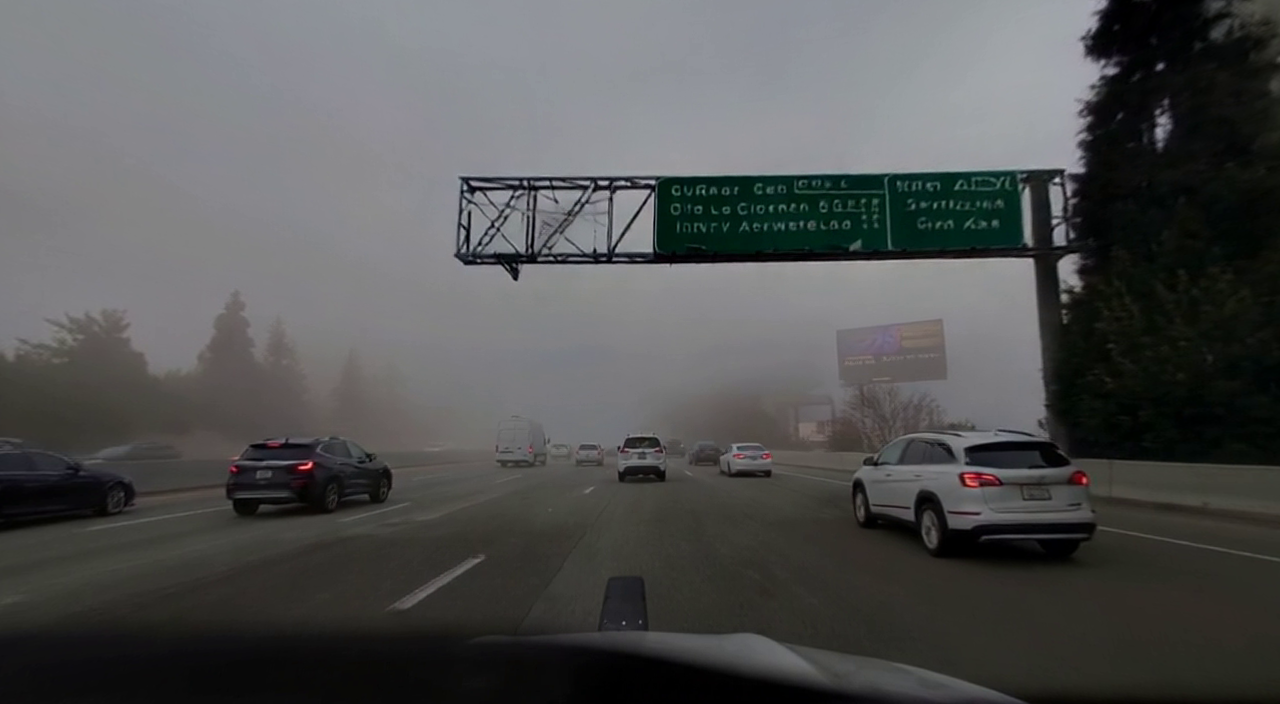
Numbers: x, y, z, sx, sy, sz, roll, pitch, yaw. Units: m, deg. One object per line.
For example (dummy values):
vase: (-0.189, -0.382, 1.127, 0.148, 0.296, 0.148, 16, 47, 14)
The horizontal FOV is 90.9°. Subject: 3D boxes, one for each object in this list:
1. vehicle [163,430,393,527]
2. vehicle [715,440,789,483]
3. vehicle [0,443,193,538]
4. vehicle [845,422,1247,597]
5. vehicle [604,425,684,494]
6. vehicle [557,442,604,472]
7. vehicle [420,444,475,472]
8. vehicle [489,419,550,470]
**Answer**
vehicle: (-7.021, 2.461, 12.958, 2.021, 1.632, 4.417, 0, -8, 1)
vehicle: (4.152, 4.118, 24.168, 1.942, 1.487, 4.518, 0, -8, -1)
vehicle: (-10.894, 2.413, 11.567, 1.970, 1.441, 4.555, 0, -8, 1)
vehicle: (4.262, 1.684, 7.779, 1.915, 1.482, 4.537, 0, -8, 0)
vehicle: (0.119, 3.310, 19.836, 2.209, 1.863, 4.626, 0, -8, 1)
vehicle: (-3.247, 5.805, 35.179, 2.079, 1.499, 4.512, 0, -8, 1)
vehicle: (-10.997, 6.074, 36.282, 1.923, 1.480, 3.905, 0, -8, 0)
vehicle: (-7.199, 5.624, 38.477, 2.358, 2.817, 7.055, 0, -8, 0)
